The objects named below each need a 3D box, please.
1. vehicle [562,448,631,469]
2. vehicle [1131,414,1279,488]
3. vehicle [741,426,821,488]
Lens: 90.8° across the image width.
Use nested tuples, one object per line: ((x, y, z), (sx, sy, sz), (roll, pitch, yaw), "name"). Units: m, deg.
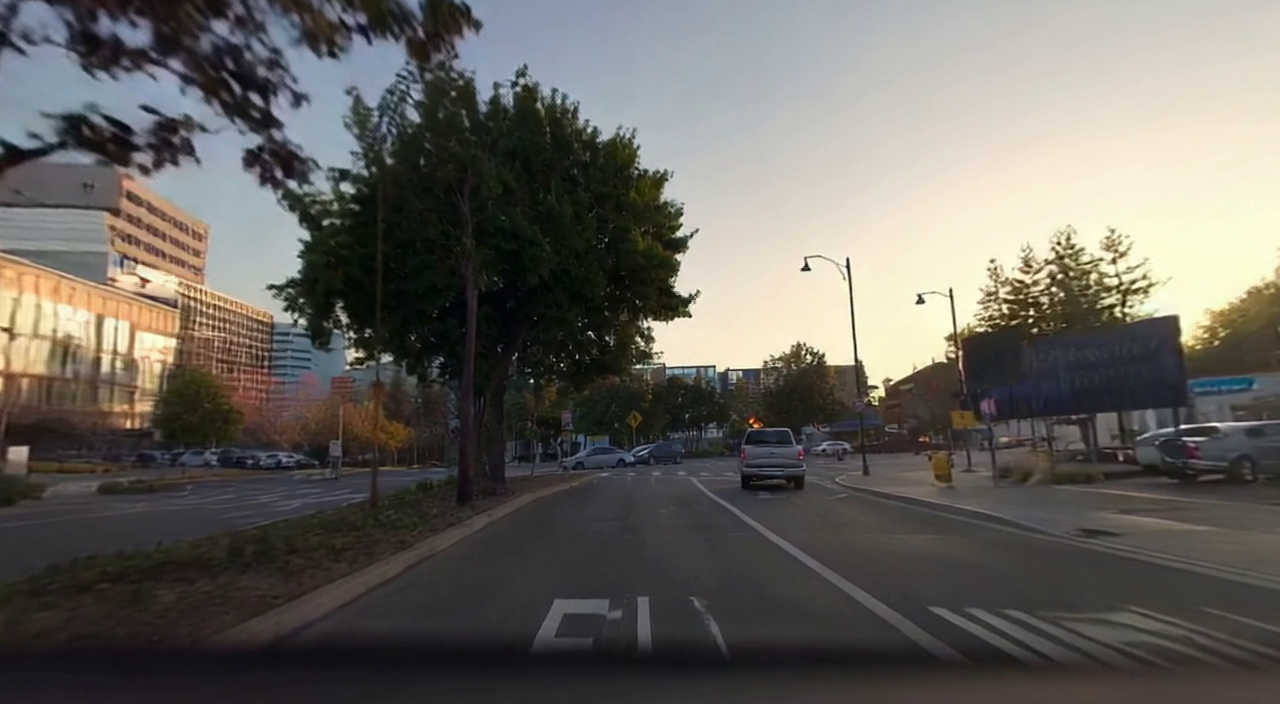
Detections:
((-3.136, 7.689, 45.844), (4.633, 1.467, 1.842), (-2, -9, 12), "vehicle")
((17.720, 2.815, 18.417), (4.765, 1.678, 2.228), (-5, -4, 7), "vehicle")
((4.933, 3.715, 22.733), (2.402, 1.922, 5.677), (-1, -9, 10), "vehicle")
